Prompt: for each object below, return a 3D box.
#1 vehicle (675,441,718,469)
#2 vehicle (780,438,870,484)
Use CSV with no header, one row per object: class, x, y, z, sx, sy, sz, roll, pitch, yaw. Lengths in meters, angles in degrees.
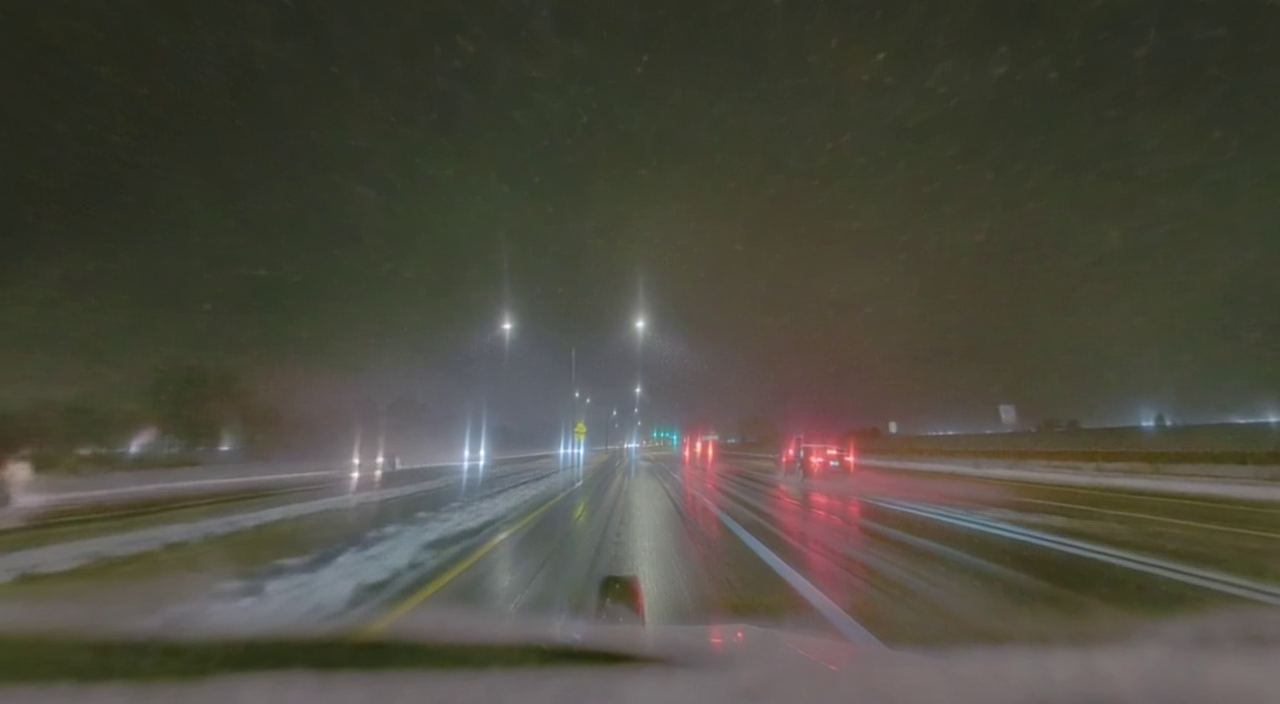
vehicle,3.265,6.049,37.337,2.056,1.553,4.320,0,-8,-1
vehicle,6.690,3.977,23.290,2.038,1.528,3.910,0,-9,-1
